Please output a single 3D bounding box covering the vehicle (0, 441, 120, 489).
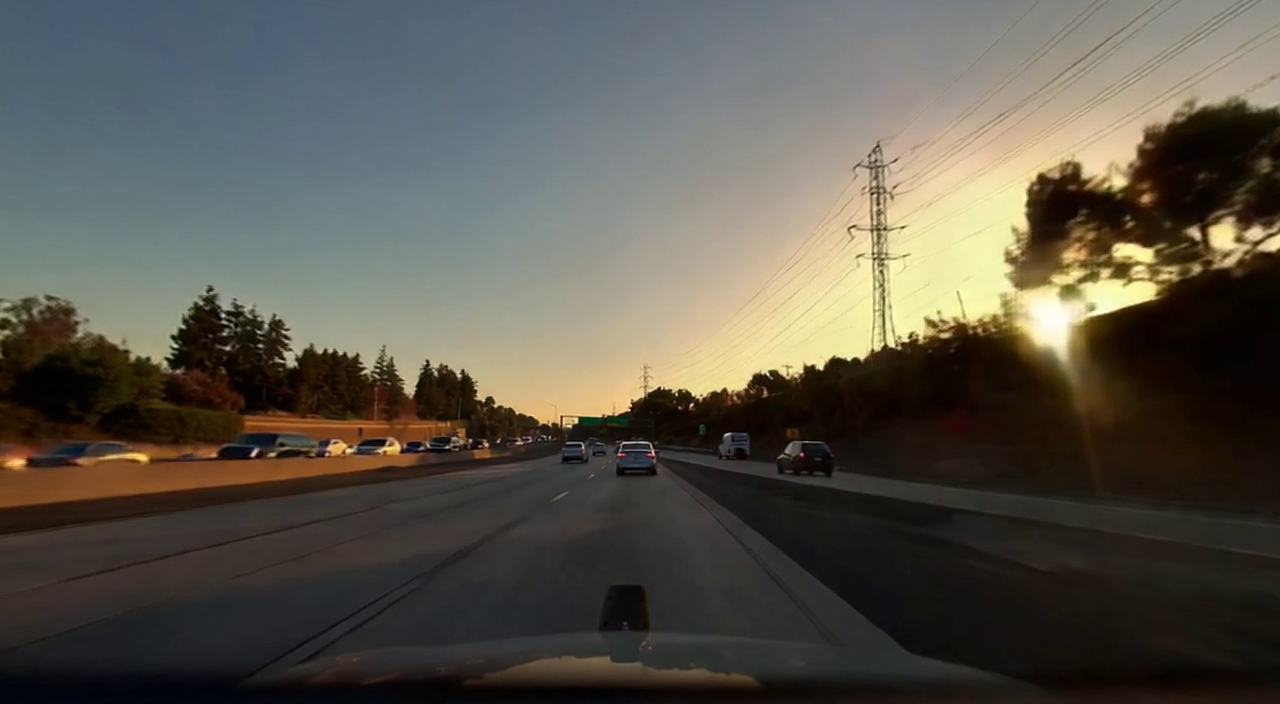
[{"bbox_3d":[-20.231,3.718,21.102,1.809,1.437,4.395,0,-8,1],"label":"vehicle"}]

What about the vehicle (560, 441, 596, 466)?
[{"bbox_3d":[-4.273,7.042,43.976,2.130,1.685,4.341,0,-8,-1],"label":"vehicle"}]

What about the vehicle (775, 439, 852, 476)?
[{"bbox_3d":[8.633,5.284,31.883,2.099,1.720,4.829,1,-8,-5],"label":"vehicle"}]

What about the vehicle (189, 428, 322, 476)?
[{"bbox_3d":[-16.193,4.267,27.056,2.228,1.808,5.608,0,-8,0],"label":"vehicle"}]

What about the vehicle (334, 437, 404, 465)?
[{"bbox_3d":[-16.730,6.137,39.239,2.175,1.653,4.993,0,-8,-1],"label":"vehicle"}]

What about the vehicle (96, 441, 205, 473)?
[{"bbox_3d":[-23.953,5.129,31.094,1.829,1.448,4.421,0,-8,0],"label":"vehicle"}]

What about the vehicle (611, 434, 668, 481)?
[{"bbox_3d":[-0.031,4.374,26.359,2.192,1.769,4.287,0,-8,0],"label":"vehicle"}]
